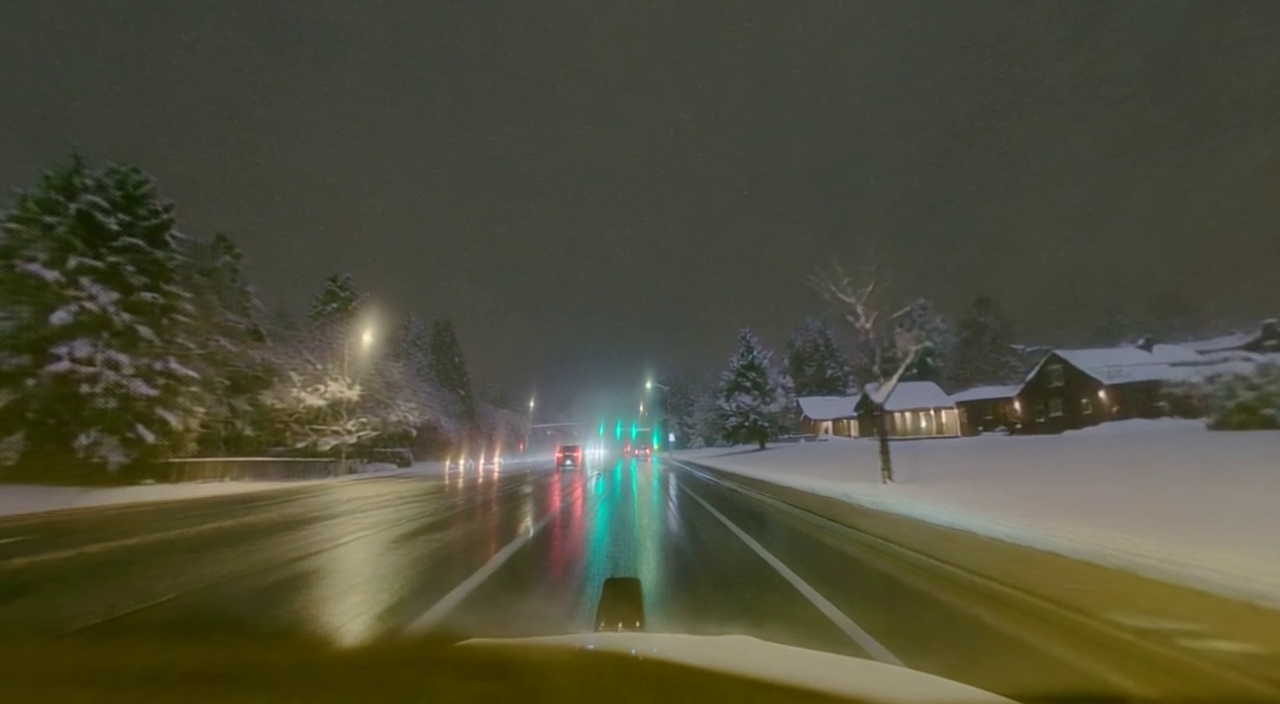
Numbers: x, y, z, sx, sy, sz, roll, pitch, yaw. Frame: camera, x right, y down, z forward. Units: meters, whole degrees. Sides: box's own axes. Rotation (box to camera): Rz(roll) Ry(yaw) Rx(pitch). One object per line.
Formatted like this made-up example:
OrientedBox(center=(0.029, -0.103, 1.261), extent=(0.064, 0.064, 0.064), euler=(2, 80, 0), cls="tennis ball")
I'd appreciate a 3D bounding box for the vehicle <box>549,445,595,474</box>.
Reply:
OrientedBox(center=(-3.567, 5.685, 33.711), extent=(1.992, 1.447, 4.044), euler=(0, -8, 0), cls="vehicle")
